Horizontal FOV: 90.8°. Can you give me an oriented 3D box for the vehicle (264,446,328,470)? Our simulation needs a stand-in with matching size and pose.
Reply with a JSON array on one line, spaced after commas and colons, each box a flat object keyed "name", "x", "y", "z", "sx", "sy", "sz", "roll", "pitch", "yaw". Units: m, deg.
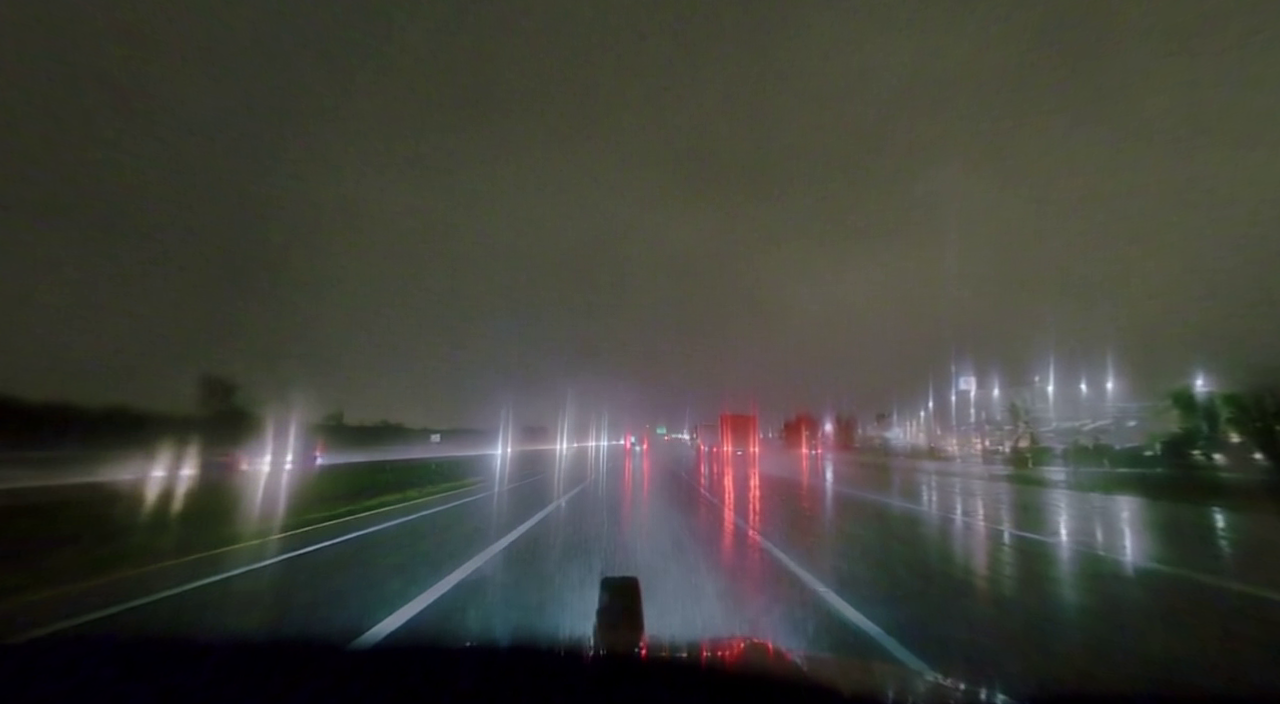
[{"name": "vehicle", "x": -25.809, "y": 7.952, "z": 47.565, "sx": 2.026, "sy": 1.734, "sz": 4.730, "roll": 0, "pitch": -8, "yaw": 1}]

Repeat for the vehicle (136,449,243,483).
[{"name": "vehicle", "x": -21.972, "y": 5.537, "z": 31.062, "sx": 1.878, "sy": 1.474, "sz": 4.540, "roll": 0, "pitch": -8, "yaw": 1}]
